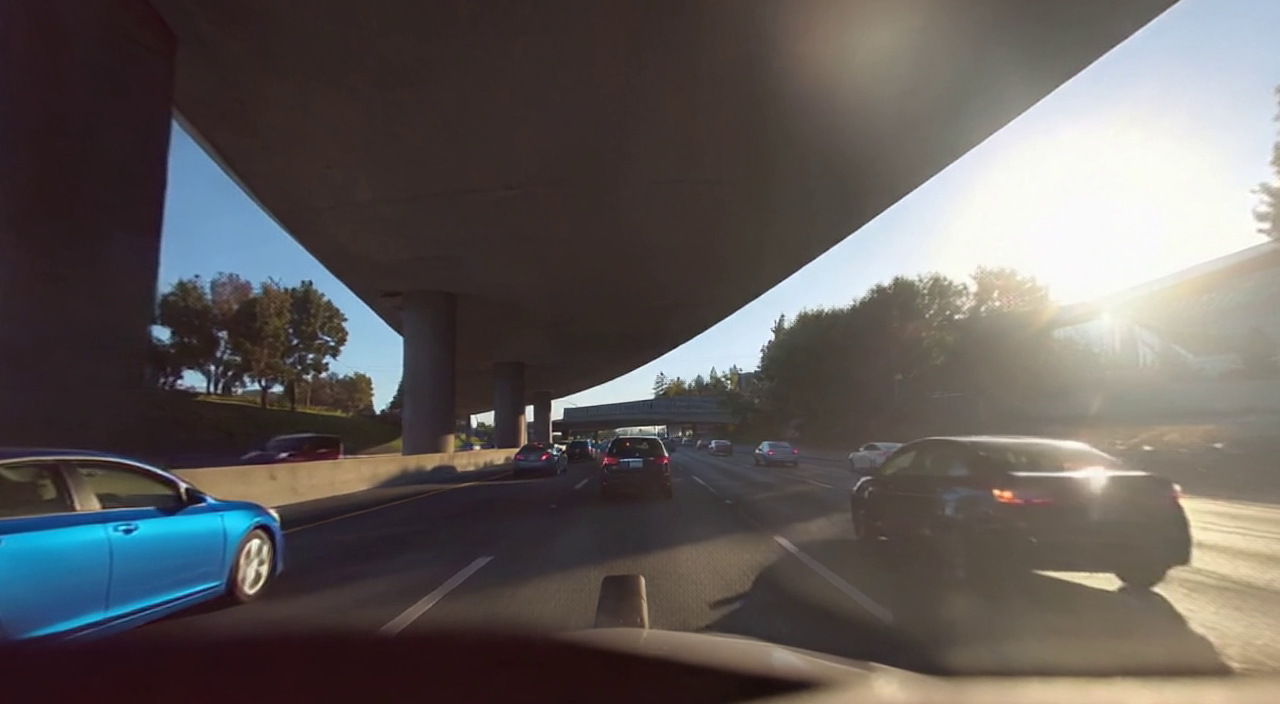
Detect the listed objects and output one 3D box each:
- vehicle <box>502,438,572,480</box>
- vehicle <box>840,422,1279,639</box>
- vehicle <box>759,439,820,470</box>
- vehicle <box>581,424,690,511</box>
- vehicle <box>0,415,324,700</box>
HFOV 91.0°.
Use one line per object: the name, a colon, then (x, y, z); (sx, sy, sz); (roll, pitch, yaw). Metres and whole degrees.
vehicle: (-3.967, 4.196, 24.965); (1.947, 1.516, 4.295); (0, -9, 1)
vehicle: (3.906, 1.595, 6.750); (2.031, 1.492, 4.577); (0, -9, 0)
vehicle: (7.784, 5.384, 33.212); (2.049, 1.521, 4.604); (0, -9, 0)
vehicle: (-0.060, 2.617, 14.670); (2.181, 1.697, 4.021); (0, -9, 1)
vehicle: (-4.334, 1.228, 4.335); (1.974, 1.478, 4.412); (0, -9, 1)
